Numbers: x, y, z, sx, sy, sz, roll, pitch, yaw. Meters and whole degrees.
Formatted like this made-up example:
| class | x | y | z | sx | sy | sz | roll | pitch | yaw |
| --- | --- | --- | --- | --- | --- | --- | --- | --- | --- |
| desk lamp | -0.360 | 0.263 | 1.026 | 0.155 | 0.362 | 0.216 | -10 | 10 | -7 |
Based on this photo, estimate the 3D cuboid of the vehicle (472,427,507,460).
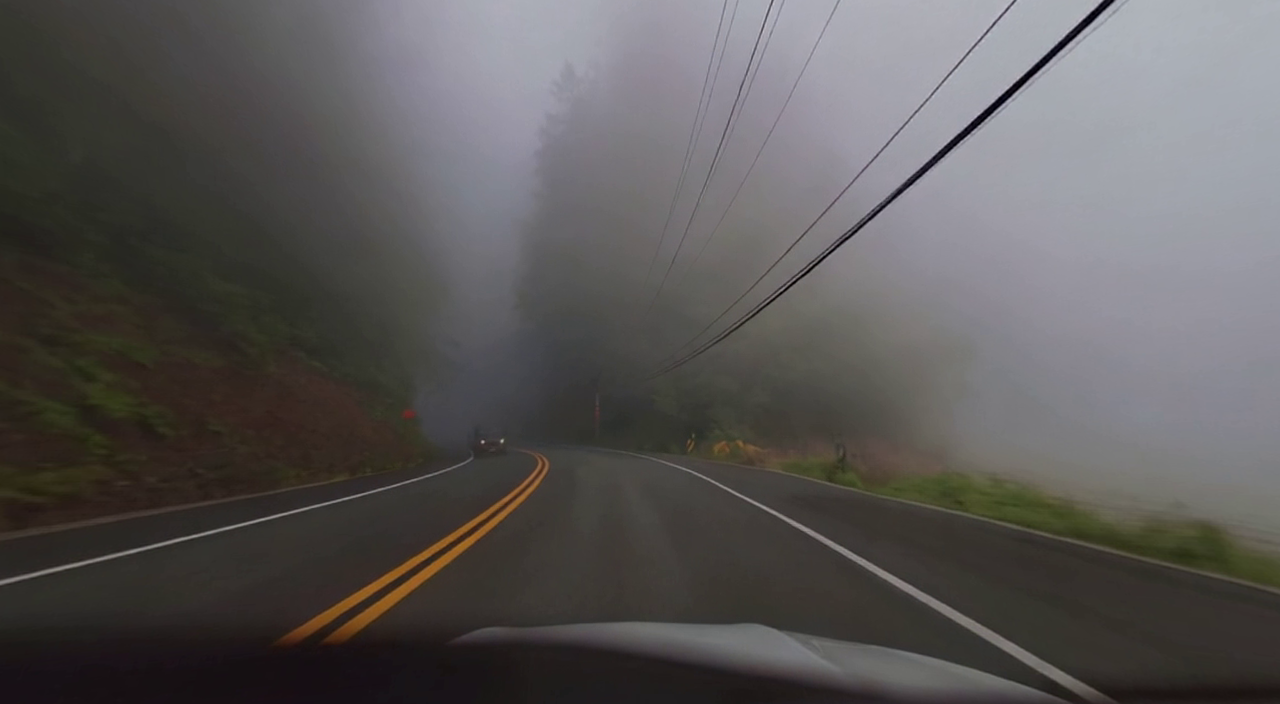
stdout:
| class | x | y | z | sx | sy | sz | roll | pitch | yaw |
| --- | --- | --- | --- | --- | --- | --- | --- | --- | --- |
| vehicle | -10.152 | 6.208 | 42.837 | 2.151 | 2.036 | 4.267 | 1 | -9 | -12 |
